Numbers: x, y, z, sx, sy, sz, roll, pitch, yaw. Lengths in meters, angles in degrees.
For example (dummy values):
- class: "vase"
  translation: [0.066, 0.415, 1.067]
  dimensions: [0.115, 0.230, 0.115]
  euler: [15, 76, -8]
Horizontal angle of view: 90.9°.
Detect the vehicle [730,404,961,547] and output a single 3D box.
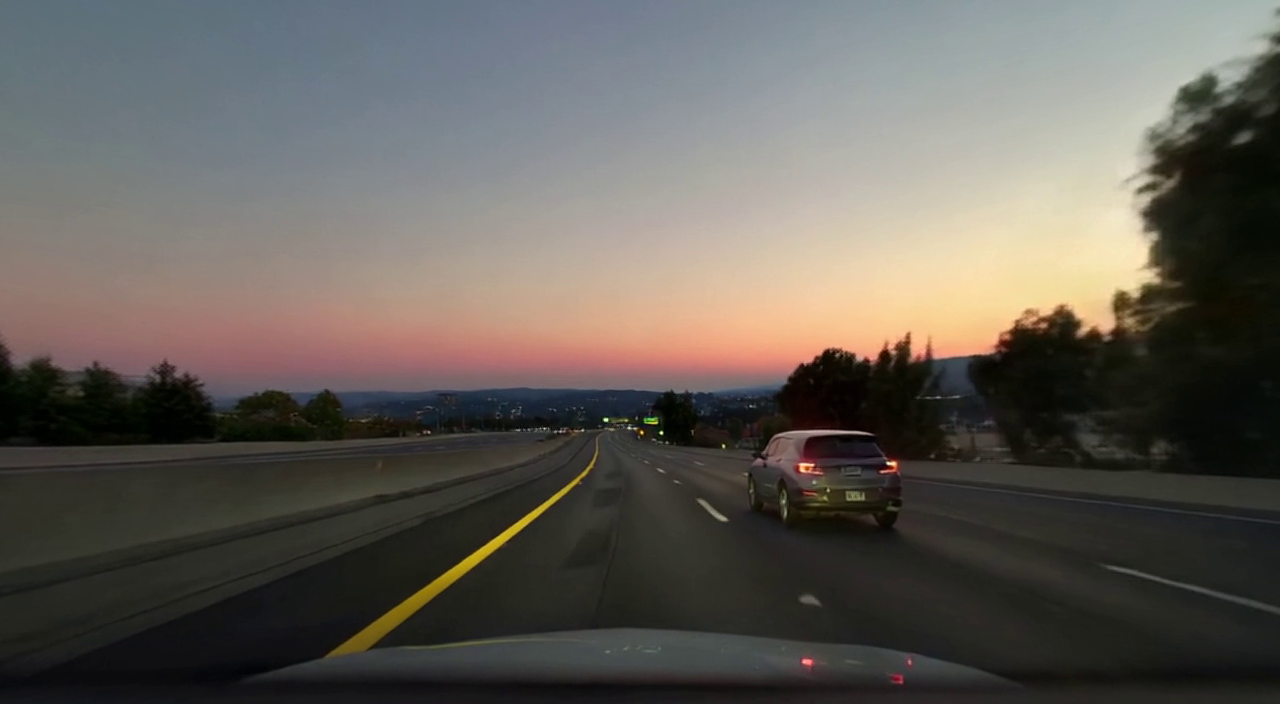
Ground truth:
- class: "vehicle"
  translation: [2.802, 1.815, 9.819]
  dimensions: [2.059, 1.715, 4.192]
  euler: [0, -8, -2]
